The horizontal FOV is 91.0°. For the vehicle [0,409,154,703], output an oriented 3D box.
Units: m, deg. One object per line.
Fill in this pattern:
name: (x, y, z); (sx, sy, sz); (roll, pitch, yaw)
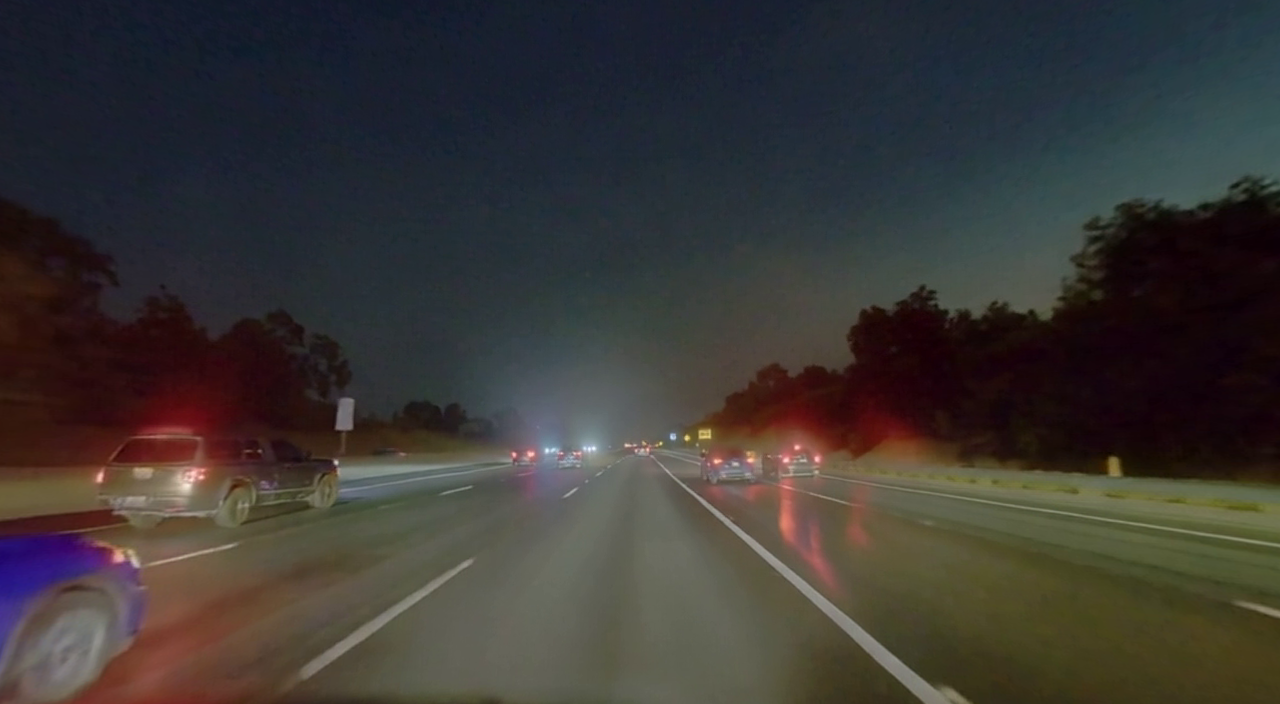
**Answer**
vehicle: (-4.052, 0.828, 1.666); (1.988, 1.506, 4.416); (0, -9, 0)

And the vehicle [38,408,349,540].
vehicle: (-7.356, 2.071, 11.205); (2.142, 1.849, 4.566); (0, -9, 0)

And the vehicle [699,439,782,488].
vehicle: (3.393, 3.882, 22.228); (2.141, 1.507, 4.510); (0, -9, -1)

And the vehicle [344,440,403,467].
vehicle: (-16.674, 6.375, 39.597); (1.832, 1.564, 4.002); (0, -9, 2)

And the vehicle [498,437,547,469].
vehicle: (-7.092, 6.152, 38.458); (2.111, 1.811, 4.391); (0, -9, 0)

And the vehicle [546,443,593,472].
vehicle: (-3.796, 5.770, 34.479); (2.071, 1.478, 4.130); (0, -9, 0)
